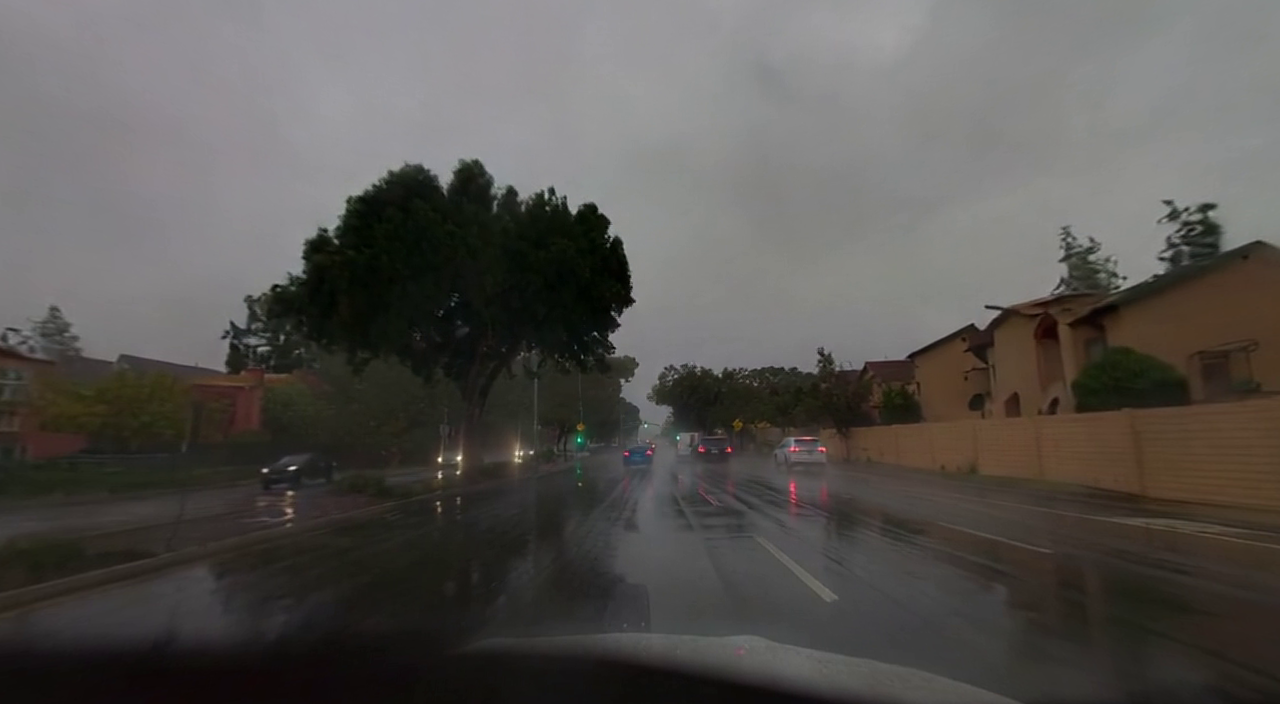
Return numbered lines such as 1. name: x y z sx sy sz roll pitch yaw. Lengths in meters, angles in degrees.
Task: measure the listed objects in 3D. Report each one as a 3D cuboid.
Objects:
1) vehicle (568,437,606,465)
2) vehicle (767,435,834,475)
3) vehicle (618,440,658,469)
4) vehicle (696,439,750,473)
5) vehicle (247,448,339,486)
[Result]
1. vehicle: -3.409 6.514 41.507 2.031 1.705 4.325 0 -8 1
2. vehicle: 7.451 4.809 29.642 1.972 1.700 4.269 0 -8 -1
3. vehicle: -0.086 5.657 34.903 2.102 1.481 3.907 0 -8 1
4. vehicle: 3.948 5.032 30.705 2.067 1.514 4.188 0 -8 0
5. vehicle: -17.989 5.965 32.970 2.110 1.789 4.639 0 -8 1
